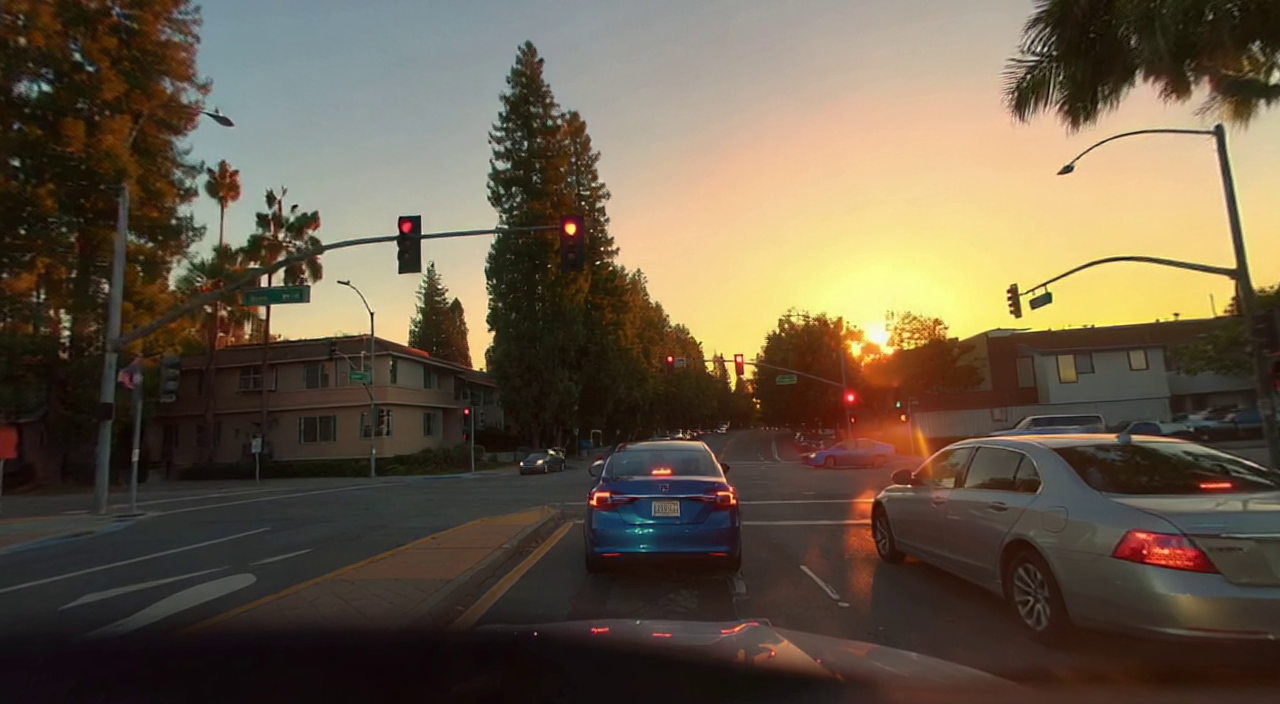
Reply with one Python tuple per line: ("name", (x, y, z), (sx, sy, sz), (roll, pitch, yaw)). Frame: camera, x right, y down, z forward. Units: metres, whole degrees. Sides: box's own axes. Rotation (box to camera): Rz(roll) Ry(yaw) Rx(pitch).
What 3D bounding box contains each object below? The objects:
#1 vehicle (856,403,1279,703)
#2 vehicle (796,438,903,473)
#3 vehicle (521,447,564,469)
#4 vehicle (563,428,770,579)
("vehicle", (3.657, 1.343, 5.445), (1.888, 1.486, 4.681), (0, -9, -1))
("vehicle", (9.573, 4.712, 28.975), (4.229, 1.490, 1.854), (1, -9, -11))
("vehicle", (-6.942, 7.585, 45.282), (2.093, 1.476, 4.278), (-1, -9, 4))
("vehicle", (0.300, 1.819, 8.333), (2.090, 1.505, 3.756), (-1, -9, 1))
